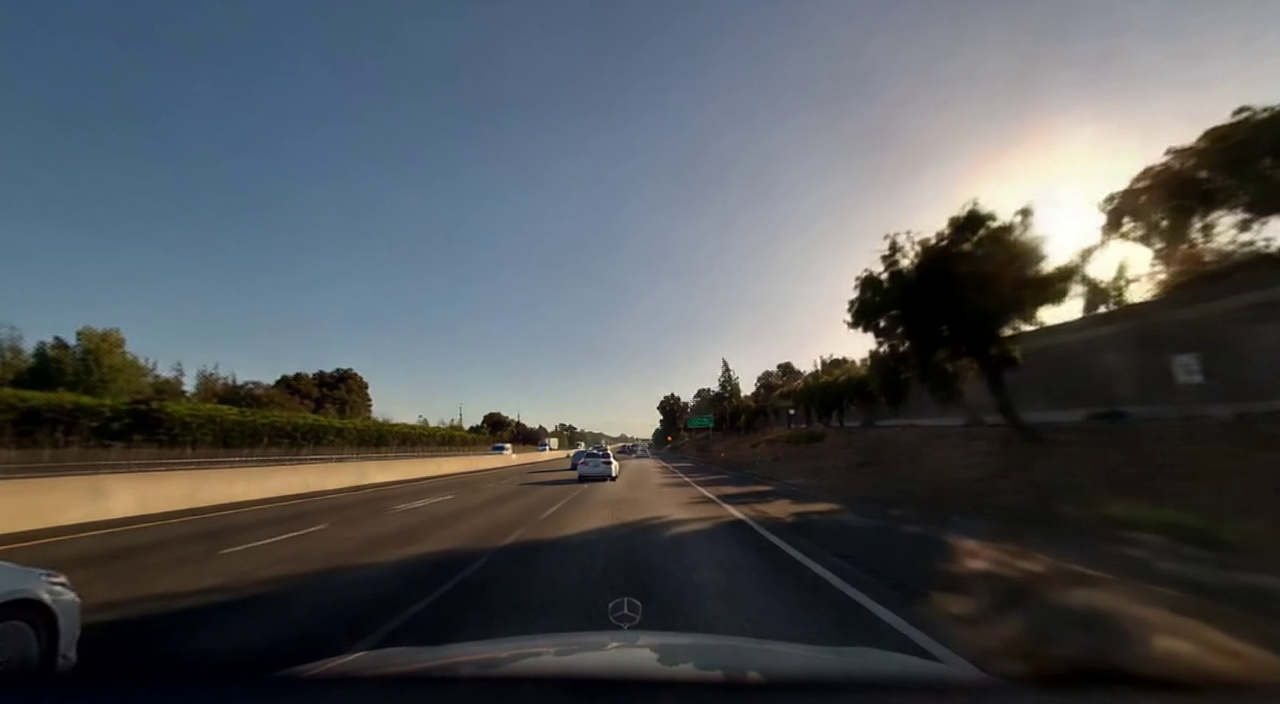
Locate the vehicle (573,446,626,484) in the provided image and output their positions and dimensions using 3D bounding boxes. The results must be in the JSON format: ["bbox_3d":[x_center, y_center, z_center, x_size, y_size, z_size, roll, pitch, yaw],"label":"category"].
[{"bbox_3d":[-1.679,4.829,27.283,1.908,1.515,3.871,0,-9,2],"label":"vehicle"}]
